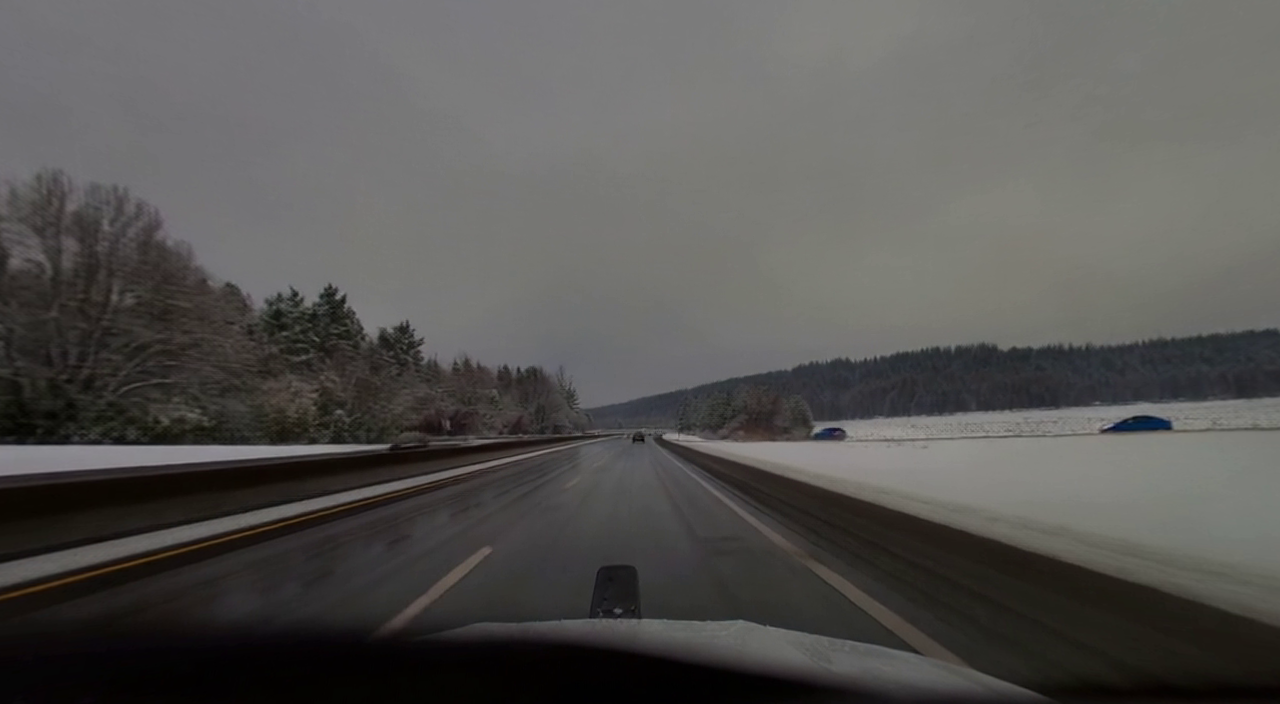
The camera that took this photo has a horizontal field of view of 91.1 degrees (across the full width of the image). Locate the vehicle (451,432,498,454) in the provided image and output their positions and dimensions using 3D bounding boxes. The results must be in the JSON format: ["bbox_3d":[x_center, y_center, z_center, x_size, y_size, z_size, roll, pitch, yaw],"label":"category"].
[{"bbox_3d":[-10.916,6.034,41.686,1.941,1.352,4.224,0,-8,1],"label":"vehicle"}]

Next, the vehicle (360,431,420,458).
[{"bbox_3d":[-14.737,5.472,37.278,1.860,1.531,4.001,0,-8,1],"label":"vehicle"}]
